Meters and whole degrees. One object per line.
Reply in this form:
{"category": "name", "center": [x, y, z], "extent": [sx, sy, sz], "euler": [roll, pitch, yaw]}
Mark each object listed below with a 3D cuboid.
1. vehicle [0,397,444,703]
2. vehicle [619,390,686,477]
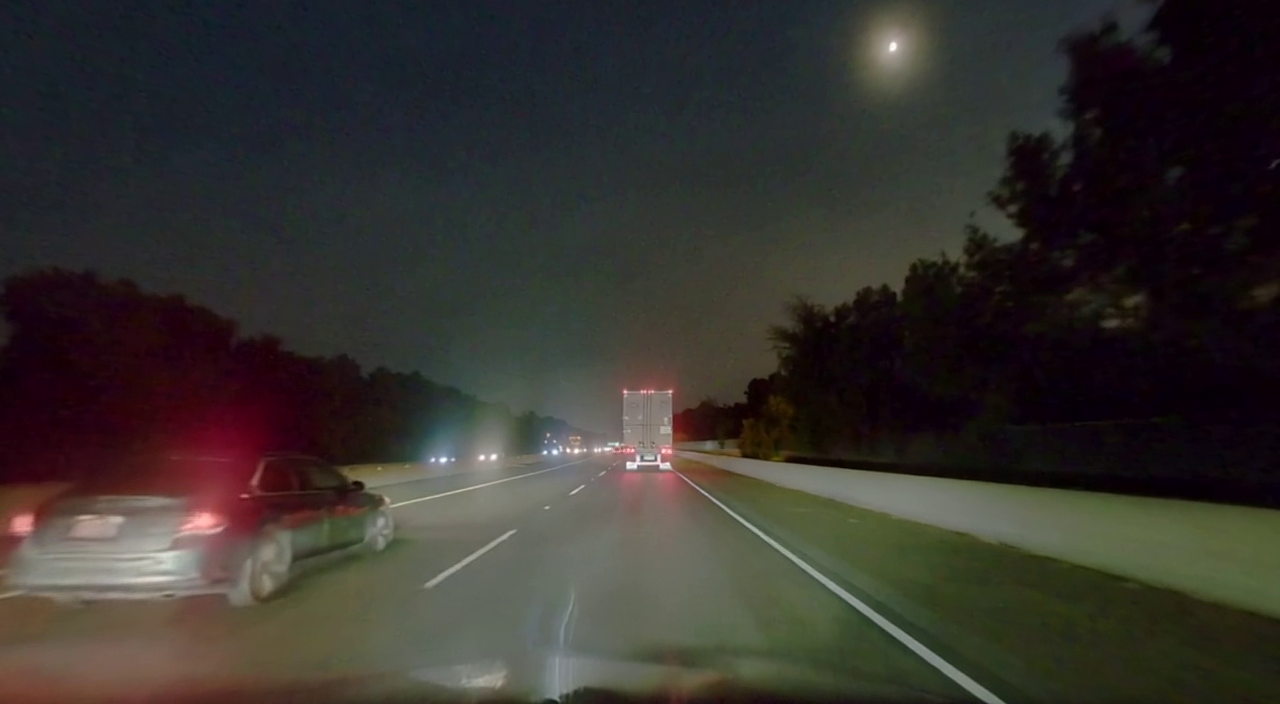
{"category": "vehicle", "center": [-3.568, 1.391, 5.517], "extent": [2.074, 1.546, 4.946], "euler": [0, -9, 0]}
{"category": "vehicle", "center": [0.482, 4.395, 32.948], "extent": [2.959, 3.828, 9.617], "euler": [0, -9, -1]}
